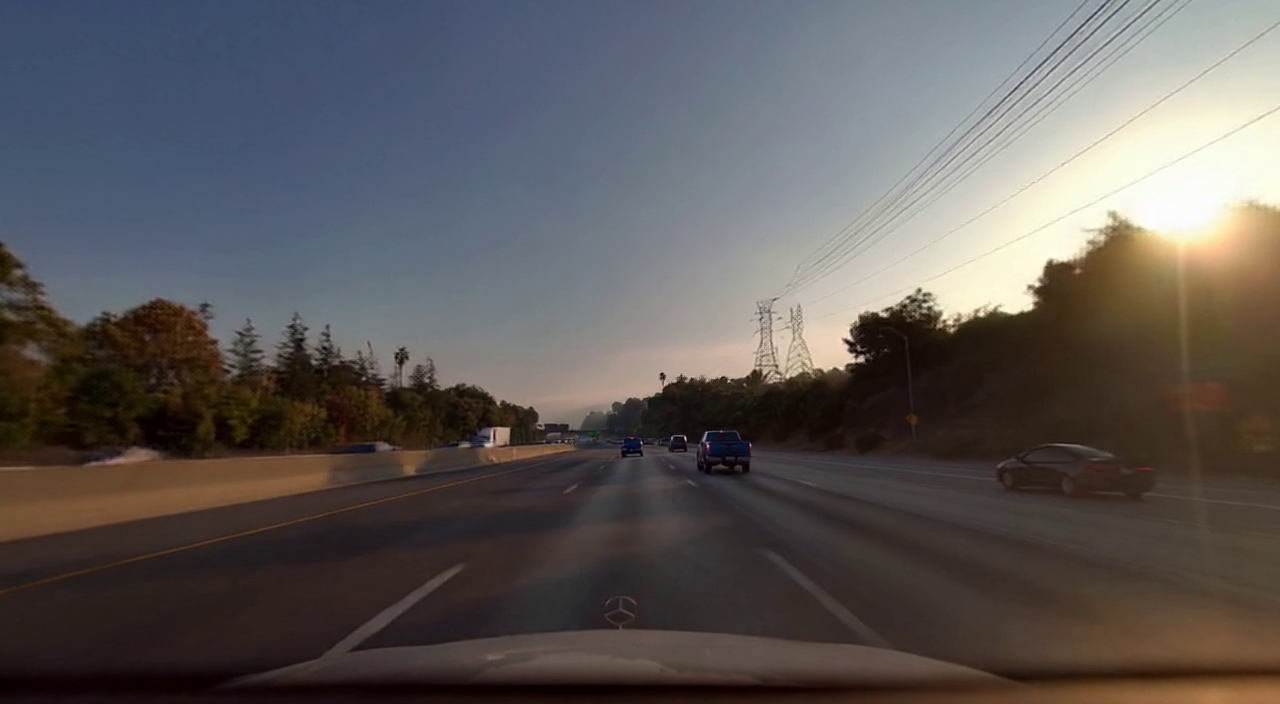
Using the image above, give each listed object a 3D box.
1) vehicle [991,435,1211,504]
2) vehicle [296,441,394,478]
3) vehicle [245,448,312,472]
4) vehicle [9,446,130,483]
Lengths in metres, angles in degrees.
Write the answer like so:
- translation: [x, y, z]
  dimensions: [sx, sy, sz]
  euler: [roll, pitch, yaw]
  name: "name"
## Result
- translation: [11.323, 2.898, 16.034]
  dimensions: [2.076, 1.470, 4.644]
  euler: [0, -8, 0]
  name: "vehicle"
- translation: [-13.195, 4.832, 28.561]
  dimensions: [2.101, 1.515, 4.762]
  euler: [0, -8, 0]
  name: "vehicle"
- translation: [-24.327, 7.235, 42.541]
  dimensions: [1.898, 1.475, 4.426]
  euler: [0, -8, 0]
  name: "vehicle"
- translation: [-30.153, 5.930, 33.518]
  dimensions: [2.005, 1.758, 4.615]
  euler: [0, -8, 1]
  name: "vehicle"
